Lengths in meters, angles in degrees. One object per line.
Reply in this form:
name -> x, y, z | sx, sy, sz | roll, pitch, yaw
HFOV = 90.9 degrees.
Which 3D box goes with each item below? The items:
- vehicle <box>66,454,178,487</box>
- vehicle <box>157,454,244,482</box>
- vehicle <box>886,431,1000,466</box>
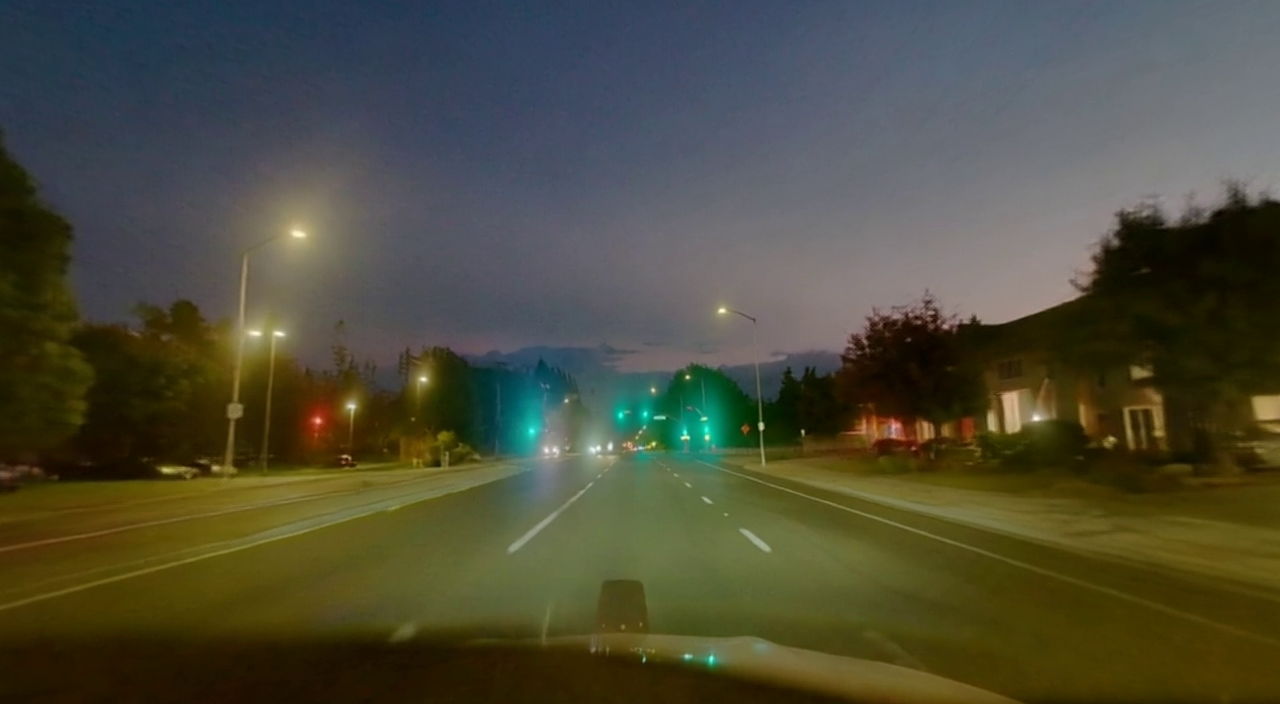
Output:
vehicle -> -22.730, 5.189, 27.754 | 3.348, 1.380, 1.584 | 1, -9, -6
vehicle -> -23.054, 6.065, 33.145 | 3.309, 1.386, 1.573 | 1, -9, -7
vehicle -> 15.137, 4.854, 31.728 | 4.625, 1.467, 1.991 | -3, -8, 2
